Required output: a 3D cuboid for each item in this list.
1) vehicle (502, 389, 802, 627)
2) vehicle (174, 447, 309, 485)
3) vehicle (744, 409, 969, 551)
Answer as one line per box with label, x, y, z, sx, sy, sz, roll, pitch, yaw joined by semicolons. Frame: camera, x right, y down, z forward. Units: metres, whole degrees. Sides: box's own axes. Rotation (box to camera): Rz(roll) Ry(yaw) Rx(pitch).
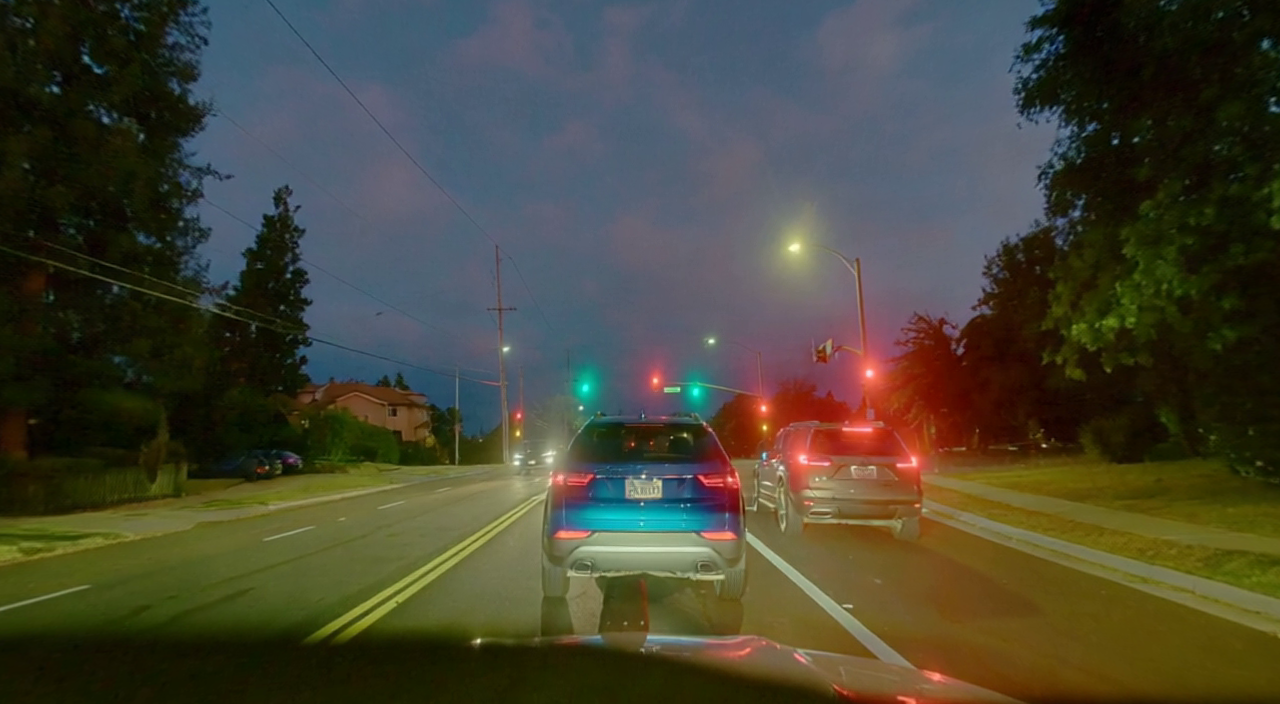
vehicle;0.058;1.420;6.658;2.151;1.695;4.100;0;-8;-1
vehicle;-16.168;4.633;25.717;4.245;1.446;1.827;0;-8;1
vehicle;3.068;1.918;10.089;1.967;1.756;4.281;0;-8;-1
